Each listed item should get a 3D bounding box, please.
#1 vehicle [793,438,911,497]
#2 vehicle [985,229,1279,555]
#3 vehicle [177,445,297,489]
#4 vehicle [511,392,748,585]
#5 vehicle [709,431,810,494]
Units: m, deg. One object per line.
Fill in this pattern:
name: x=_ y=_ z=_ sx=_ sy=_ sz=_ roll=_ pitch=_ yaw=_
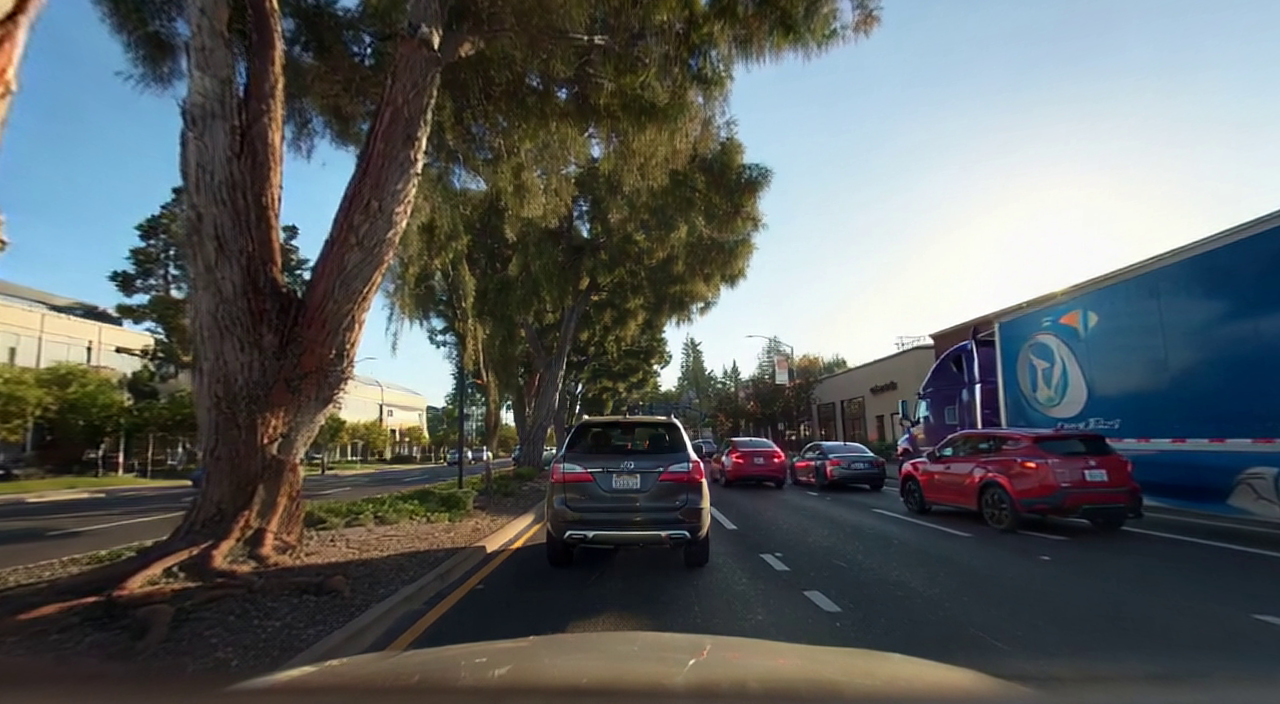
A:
vehicle: x=6.227 y=3.433 z=19.220 sx=2.035 sy=1.553 sz=4.465 roll=0 pitch=-9 yaw=0
vehicle: x=9.978 y=0.269 z=6.670 sx=2.879 sy=4.284 sz=17.334 roll=0 pitch=-9 yaw=0
vehicle: x=-19.307 y=5.503 z=30.658 sx=2.302 sy=1.939 sz=5.221 roll=0 pitch=-9 yaw=1
vehicle: x=-0.135 y=1.655 z=8.384 sx=2.320 sy=1.880 sz=4.192 roll=0 pitch=-9 yaw=-1
vehicle: x=3.407 y=3.274 z=19.005 sx=2.123 sy=1.648 sz=4.547 roll=0 pitch=-9 yaw=0
